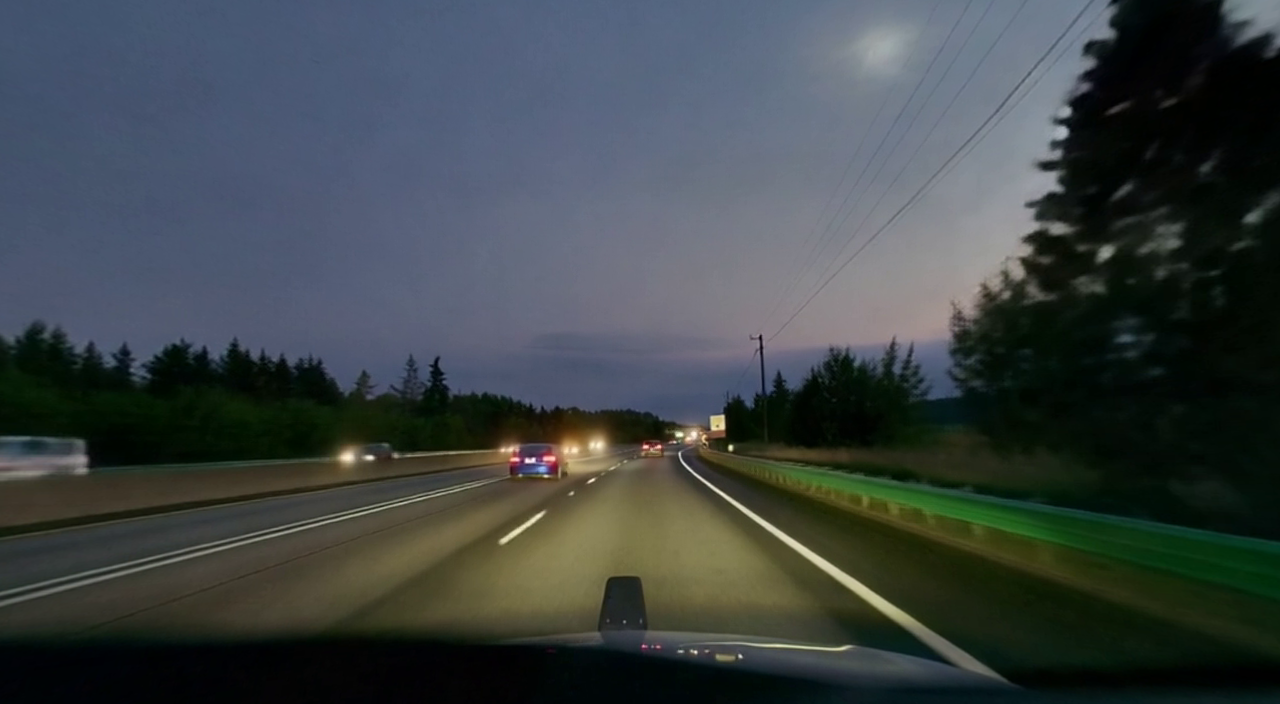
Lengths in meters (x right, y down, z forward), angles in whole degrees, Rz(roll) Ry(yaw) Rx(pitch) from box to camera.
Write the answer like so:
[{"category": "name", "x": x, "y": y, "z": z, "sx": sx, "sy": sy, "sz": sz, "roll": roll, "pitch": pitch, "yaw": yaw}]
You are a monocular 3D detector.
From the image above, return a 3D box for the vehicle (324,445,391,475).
[{"category": "vehicle", "x": -15.474, "y": 5.910, "z": 34.709, "sx": 1.698, "sy": 1.451, "sz": 4.135, "roll": 0, "pitch": -8, "yaw": 1}]

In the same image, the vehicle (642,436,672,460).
[{"category": "vehicle", "x": 1.331, "y": 7.367, "z": 48.592, "sx": 2.176, "sy": 1.725, "sz": 4.182, "roll": 0, "pitch": -8, "yaw": 2}]

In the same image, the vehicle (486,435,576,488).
[{"category": "vehicle", "x": -3.412, "y": 3.514, "z": 20.656, "sx": 2.021, "sy": 1.515, "sz": 4.453, "roll": 0, "pitch": -8, "yaw": 2}]
